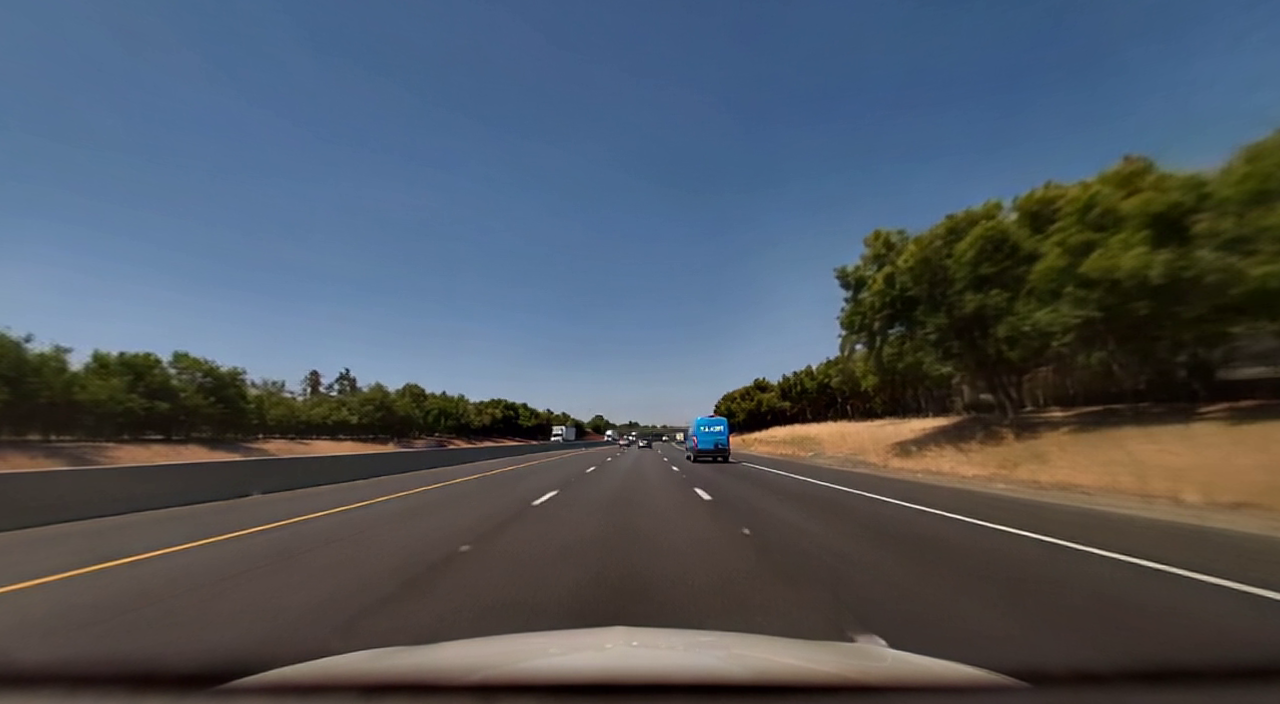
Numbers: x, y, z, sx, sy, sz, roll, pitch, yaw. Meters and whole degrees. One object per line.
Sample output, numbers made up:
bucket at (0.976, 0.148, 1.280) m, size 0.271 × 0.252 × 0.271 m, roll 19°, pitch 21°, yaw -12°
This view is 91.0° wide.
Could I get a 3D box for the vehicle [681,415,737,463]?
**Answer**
vehicle at (3.899, 5.096, 36.794) m, size 2.485 × 2.562 × 5.535 m, roll 0°, pitch -8°, yaw -1°
